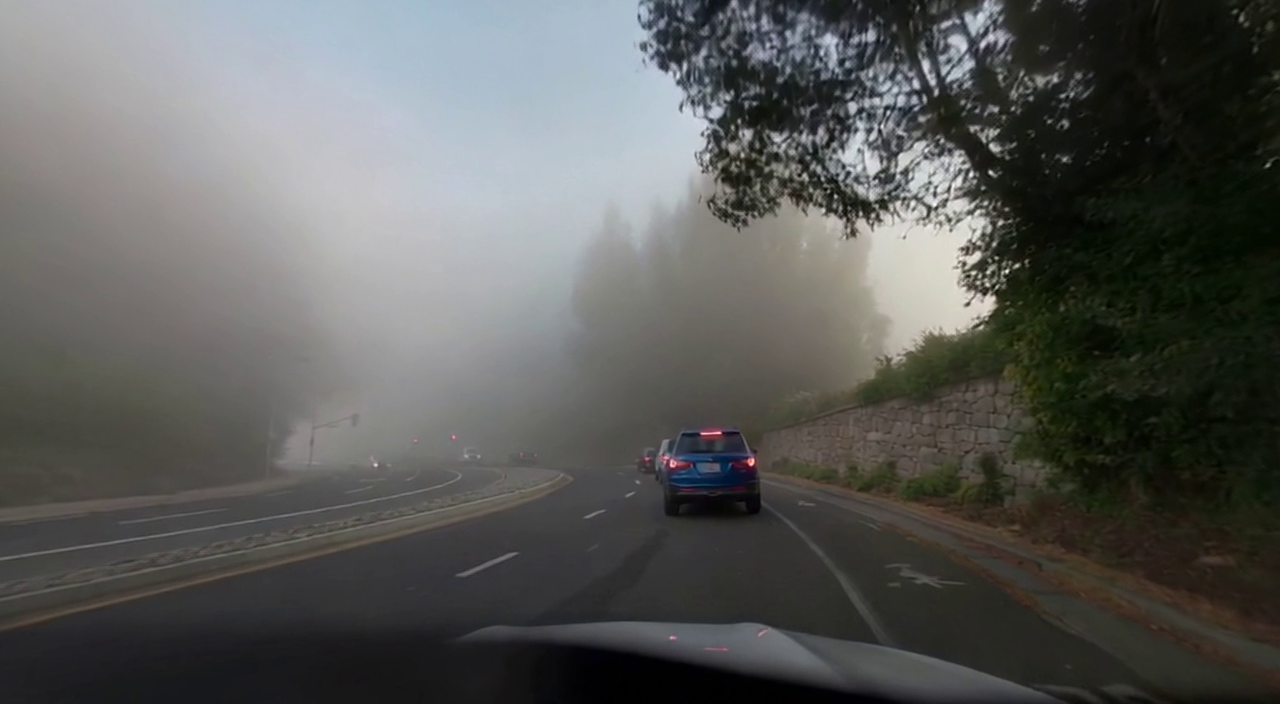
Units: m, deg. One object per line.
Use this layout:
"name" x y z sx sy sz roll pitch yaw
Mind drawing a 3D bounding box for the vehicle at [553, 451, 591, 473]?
"vehicle" -4.923 7.864 45.376 2.023 1.474 4.286 2 -9 -15

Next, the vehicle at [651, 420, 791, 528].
"vehicle" 1.430 2.330 12.613 2.287 1.762 4.269 0 -9 3
